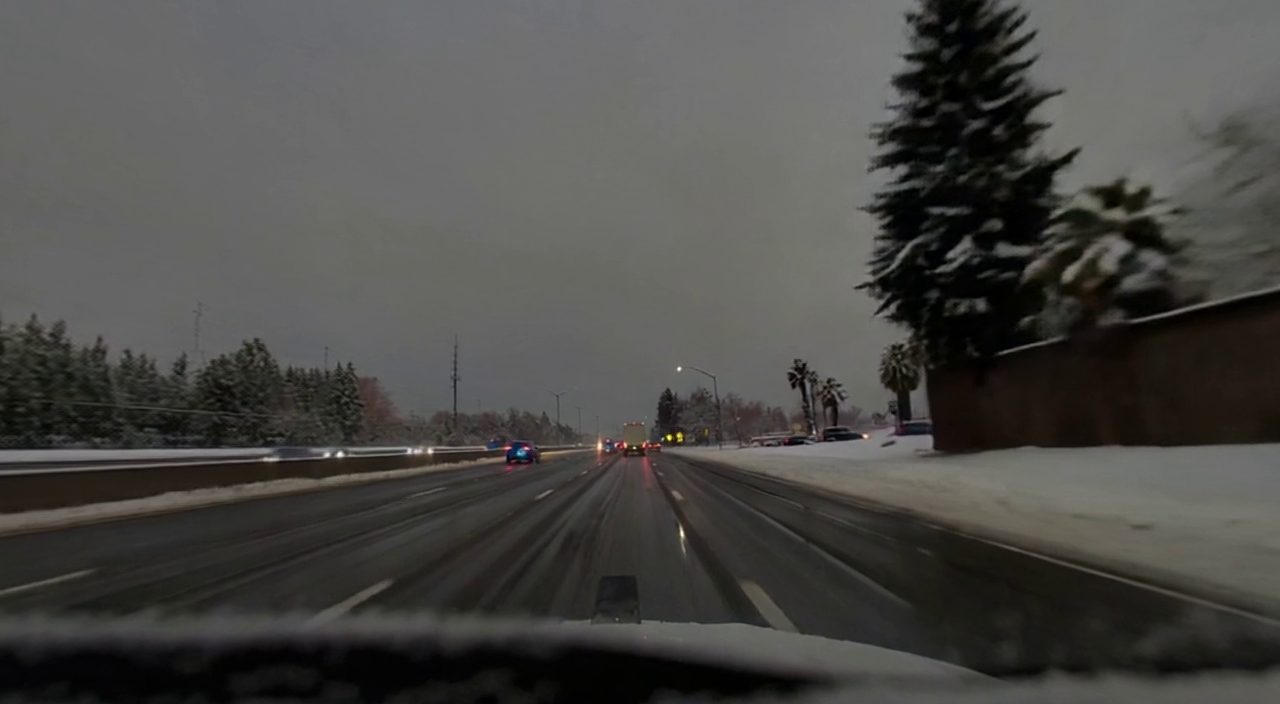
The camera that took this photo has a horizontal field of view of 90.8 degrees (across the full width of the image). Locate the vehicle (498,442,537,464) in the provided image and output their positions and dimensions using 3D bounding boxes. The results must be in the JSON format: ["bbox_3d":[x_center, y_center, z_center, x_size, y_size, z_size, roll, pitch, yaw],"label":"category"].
[{"bbox_3d":[-8.831,7.350,46.037,1.971,1.552,4.465,0,-9,0],"label":"vehicle"}]
